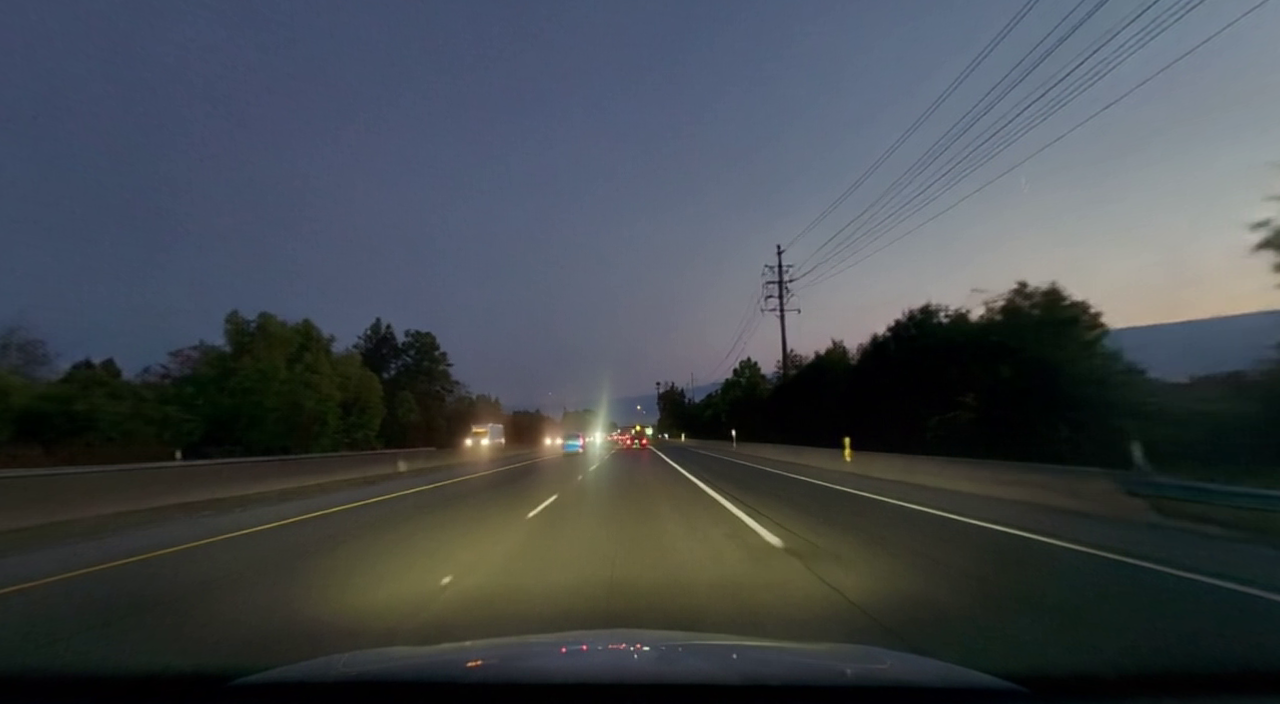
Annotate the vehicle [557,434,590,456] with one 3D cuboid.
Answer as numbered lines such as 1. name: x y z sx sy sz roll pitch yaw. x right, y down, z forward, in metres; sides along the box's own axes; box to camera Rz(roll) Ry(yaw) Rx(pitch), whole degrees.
1. vehicle: -4.569 6.443 43.811 1.911 1.477 3.807 0 -8 0

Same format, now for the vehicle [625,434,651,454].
1. vehicle: -0.172 6.869 47.221 1.890 1.472 3.716 0 -8 -1
